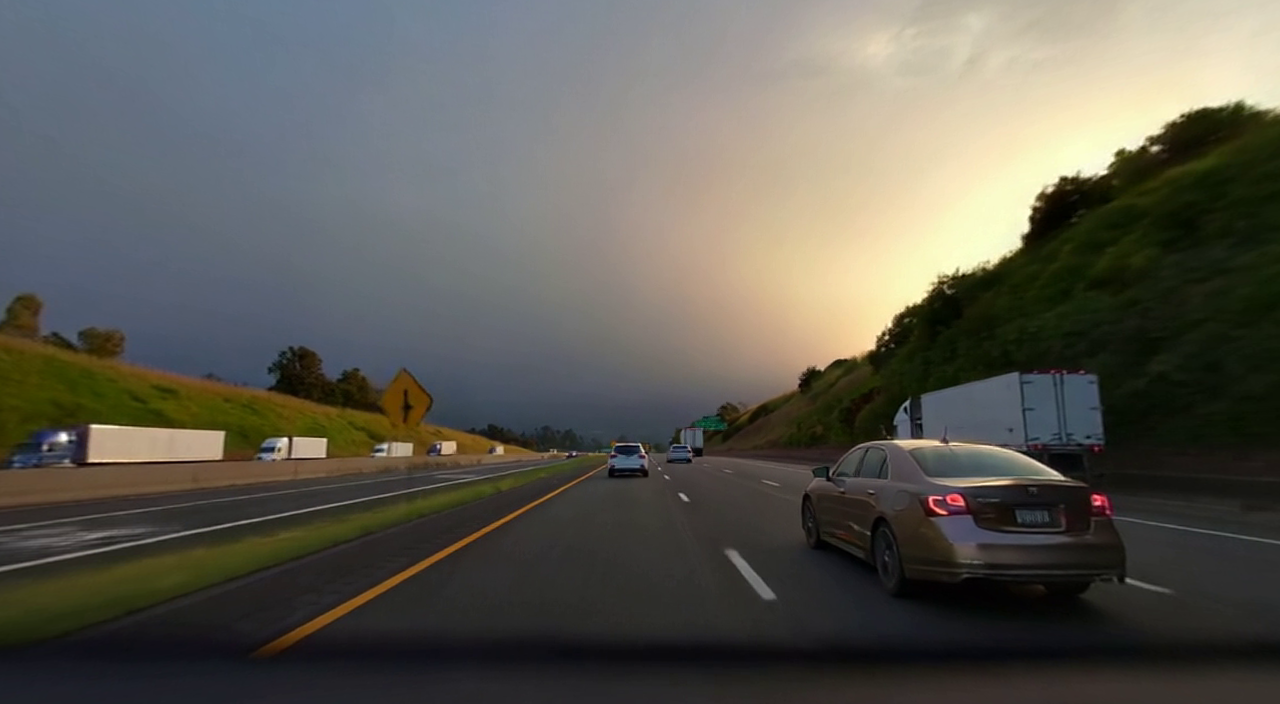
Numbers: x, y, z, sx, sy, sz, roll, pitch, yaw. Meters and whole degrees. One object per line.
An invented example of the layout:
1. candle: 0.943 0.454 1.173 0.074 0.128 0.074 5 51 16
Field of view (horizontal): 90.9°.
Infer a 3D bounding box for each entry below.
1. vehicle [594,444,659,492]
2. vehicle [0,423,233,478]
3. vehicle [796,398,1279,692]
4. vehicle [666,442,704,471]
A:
1. vehicle: -0.437 3.836 21.128 1.970 1.441 3.846 0 -9 -1
2. vehicle: -36.797 7.195 45.988 2.760 3.231 16.626 0 -9 2
3. vehicle: 3.087 1.381 5.738 1.997 1.534 4.664 0 -9 -2
4. vehicle: 2.720 6.512 39.320 2.048 1.704 4.284 0 -9 0
